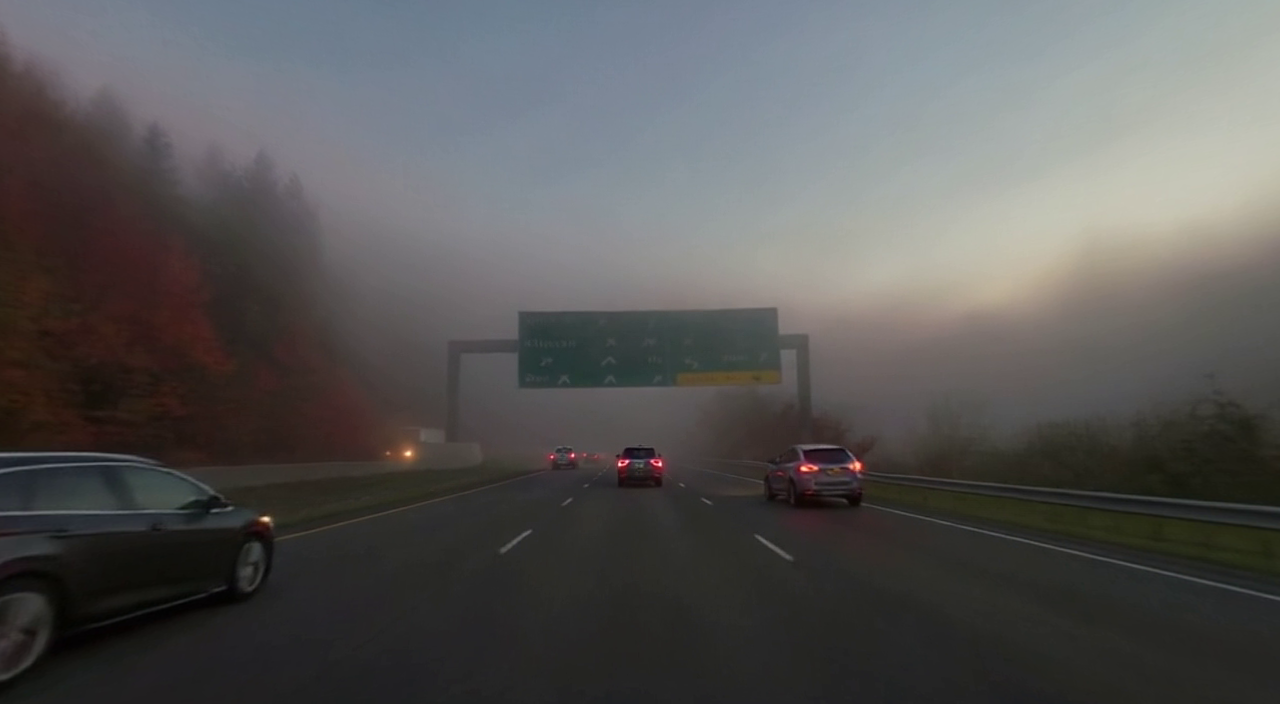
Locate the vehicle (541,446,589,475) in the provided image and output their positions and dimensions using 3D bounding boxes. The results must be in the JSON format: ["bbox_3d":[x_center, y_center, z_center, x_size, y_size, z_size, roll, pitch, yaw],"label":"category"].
[{"bbox_3d":[-4.593,6.710,39.076,2.545,1.679,4.267,0,-9,0],"label":"vehicle"}]

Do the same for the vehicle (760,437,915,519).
[{"bbox_3d":[4.241,2.780,14.357,2.035,1.571,4.413,0,-9,-1],"label":"vehicle"}]

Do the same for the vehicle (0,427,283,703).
[{"bbox_3d":[-4.371,1.219,3.790,2.017,1.469,4.113,0,-9,-1],"label":"vehicle"}]

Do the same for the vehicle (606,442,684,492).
[{"bbox_3d":[0.140,4.208,23.259,2.634,1.679,4.070,0,-9,-1],"label":"vehicle"}]
